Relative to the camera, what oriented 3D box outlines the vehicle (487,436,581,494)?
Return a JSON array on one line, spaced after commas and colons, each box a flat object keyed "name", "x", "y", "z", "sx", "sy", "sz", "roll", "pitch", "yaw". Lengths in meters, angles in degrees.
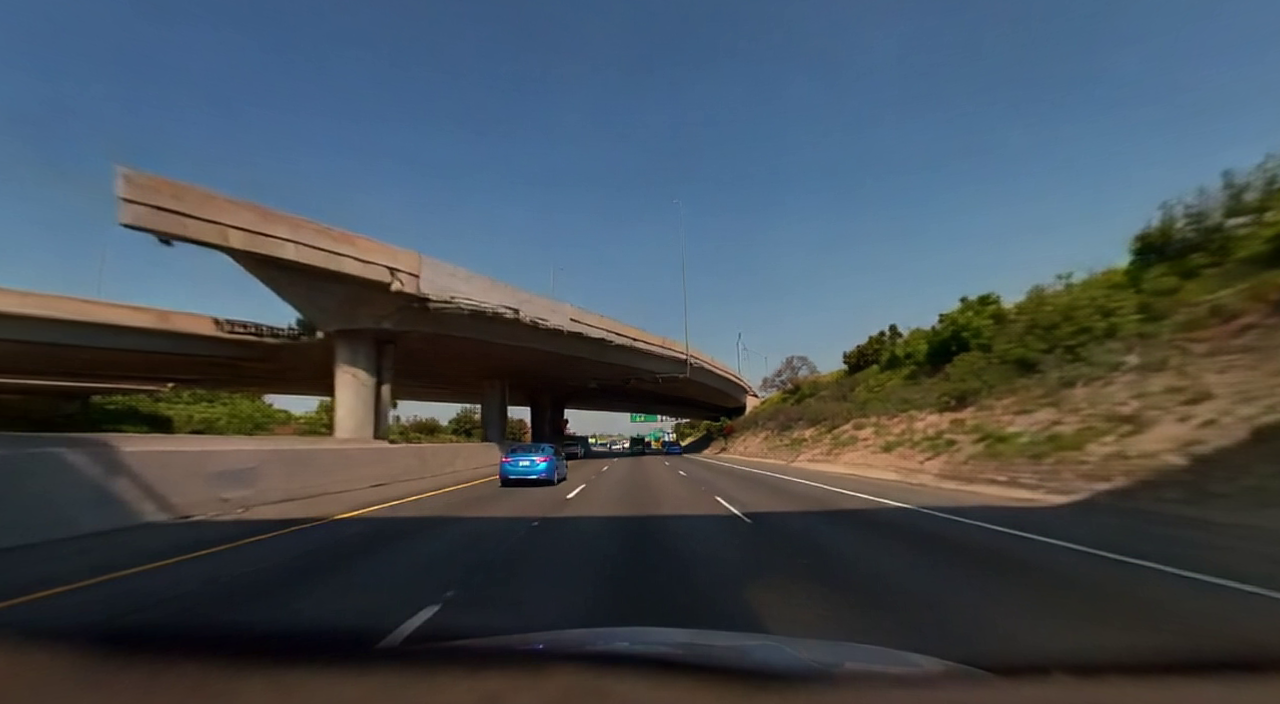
[{"name": "vehicle", "x": -3.077, "y": 3.401, "z": 19.457, "sx": 2.029, "sy": 1.557, "sz": 4.570, "roll": 0, "pitch": -9, "yaw": 1}]
